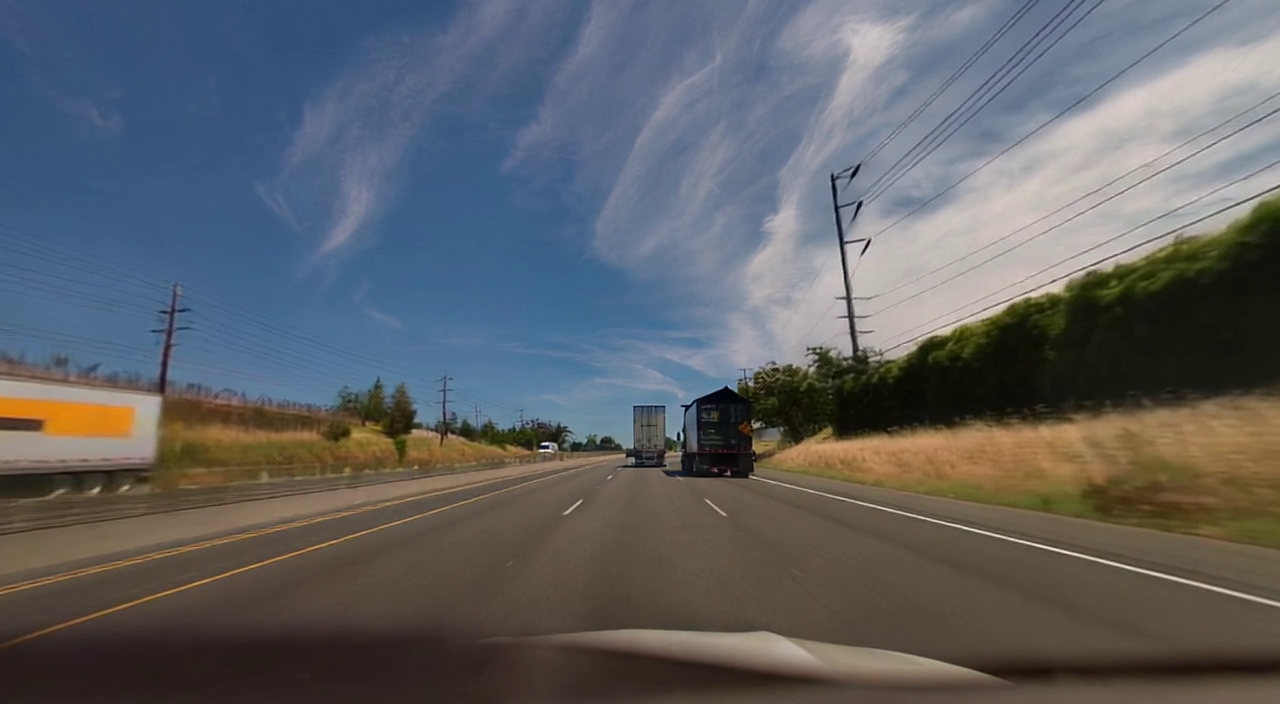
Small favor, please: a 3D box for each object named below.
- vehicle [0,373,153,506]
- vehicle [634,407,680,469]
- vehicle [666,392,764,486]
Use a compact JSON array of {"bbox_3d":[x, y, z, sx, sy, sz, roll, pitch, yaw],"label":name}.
[{"bbox_3d":[-21.036,2.281,16.834,3.230,3.957,15.882,0,-9,1],"label":"vehicle"},{"bbox_3d":[1.065,6.746,48.415,2.997,4.076,13.224,0,-9,0],"label":"vehicle"},{"bbox_3d":[2.869,3.822,27.186,2.938,3.378,8.820,0,-9,-1],"label":"vehicle"}]
